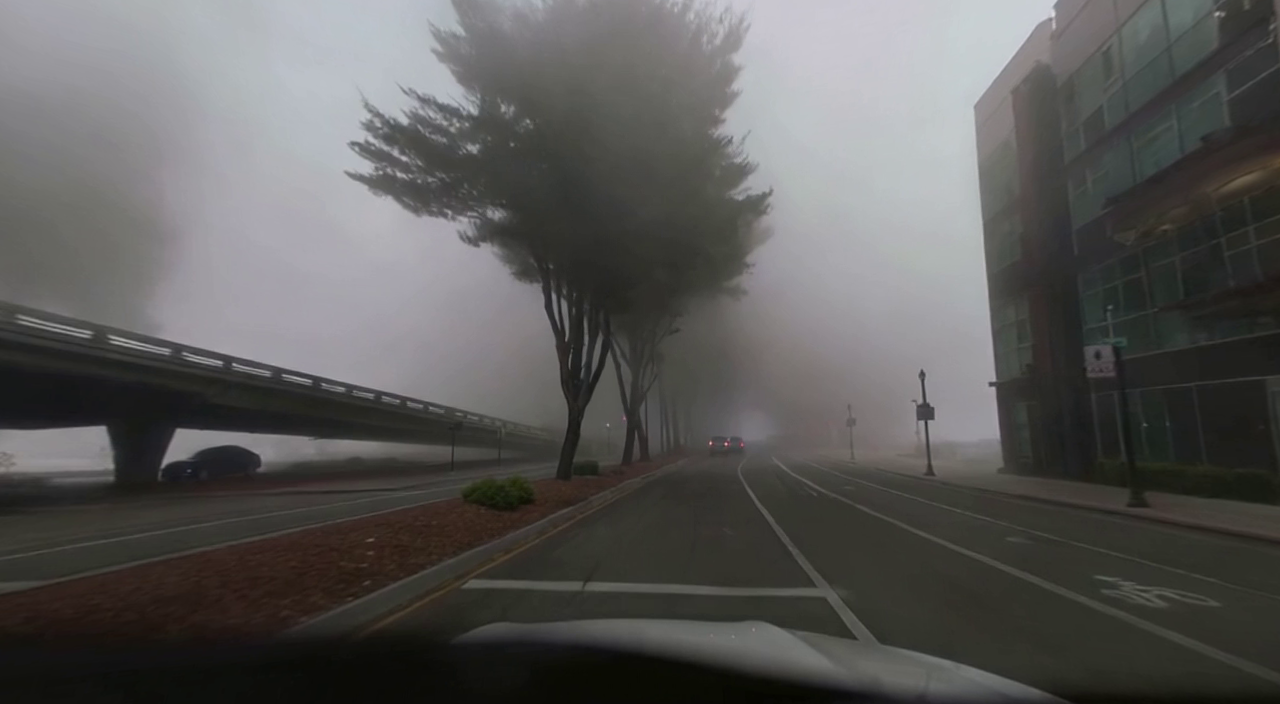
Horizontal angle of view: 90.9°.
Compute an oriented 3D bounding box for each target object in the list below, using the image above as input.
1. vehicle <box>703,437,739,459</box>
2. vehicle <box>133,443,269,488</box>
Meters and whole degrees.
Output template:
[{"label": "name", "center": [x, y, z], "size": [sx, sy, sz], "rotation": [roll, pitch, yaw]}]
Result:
[{"label": "vehicle", "center": [5.919, 6.967, 45.835], "size": [2.280, 1.475, 4.051], "rotation": [-2, -9, 12]}, {"label": "vehicle", "center": [-18.846, 4.864, 27.178], "size": [4.562, 1.464, 2.090], "rotation": [-5, -6, 5]}]
